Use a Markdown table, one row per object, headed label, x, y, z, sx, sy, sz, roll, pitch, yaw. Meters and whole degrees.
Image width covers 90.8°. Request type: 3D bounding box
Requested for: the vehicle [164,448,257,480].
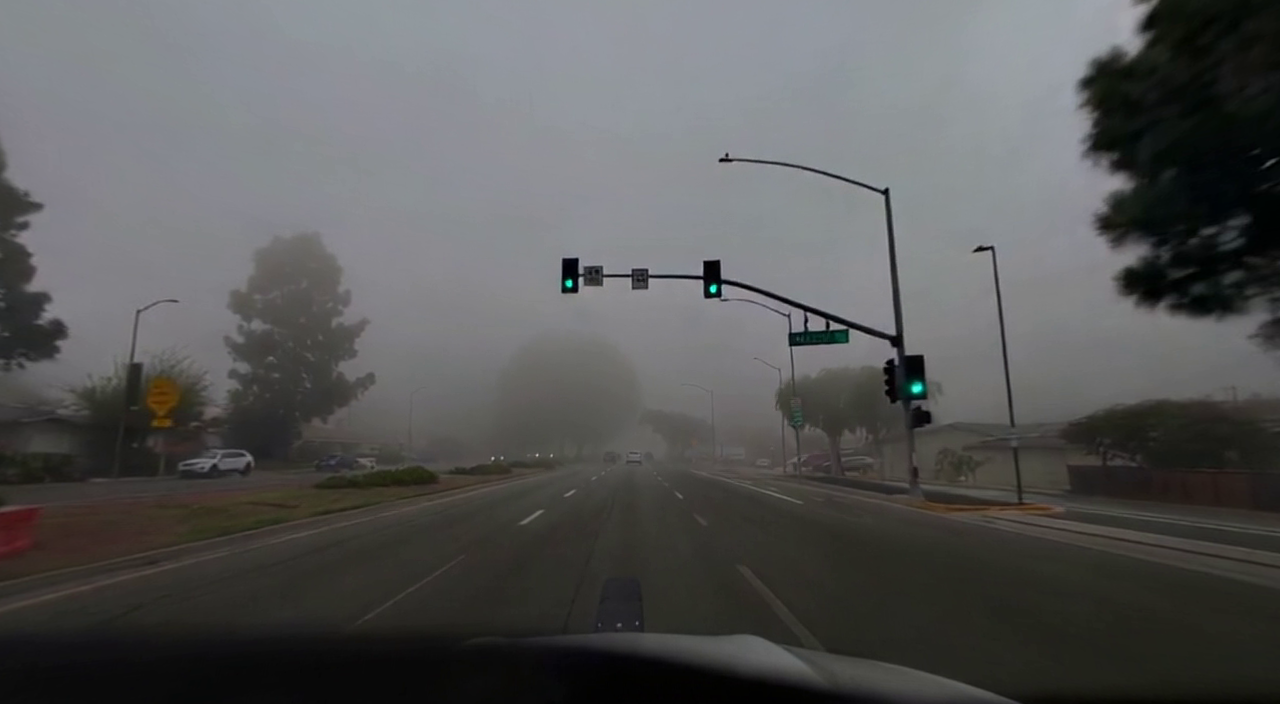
| label | x | y | z | sx | sy | sz | roll | pitch | yaw |
| --- | --- | --- | --- | --- | --- | --- | --- | --- | --- |
| vehicle | -25.203 | 6.574 | 37.318 | 1.908 | 1.719 | 4.972 | 0 | -9 | 1 |
